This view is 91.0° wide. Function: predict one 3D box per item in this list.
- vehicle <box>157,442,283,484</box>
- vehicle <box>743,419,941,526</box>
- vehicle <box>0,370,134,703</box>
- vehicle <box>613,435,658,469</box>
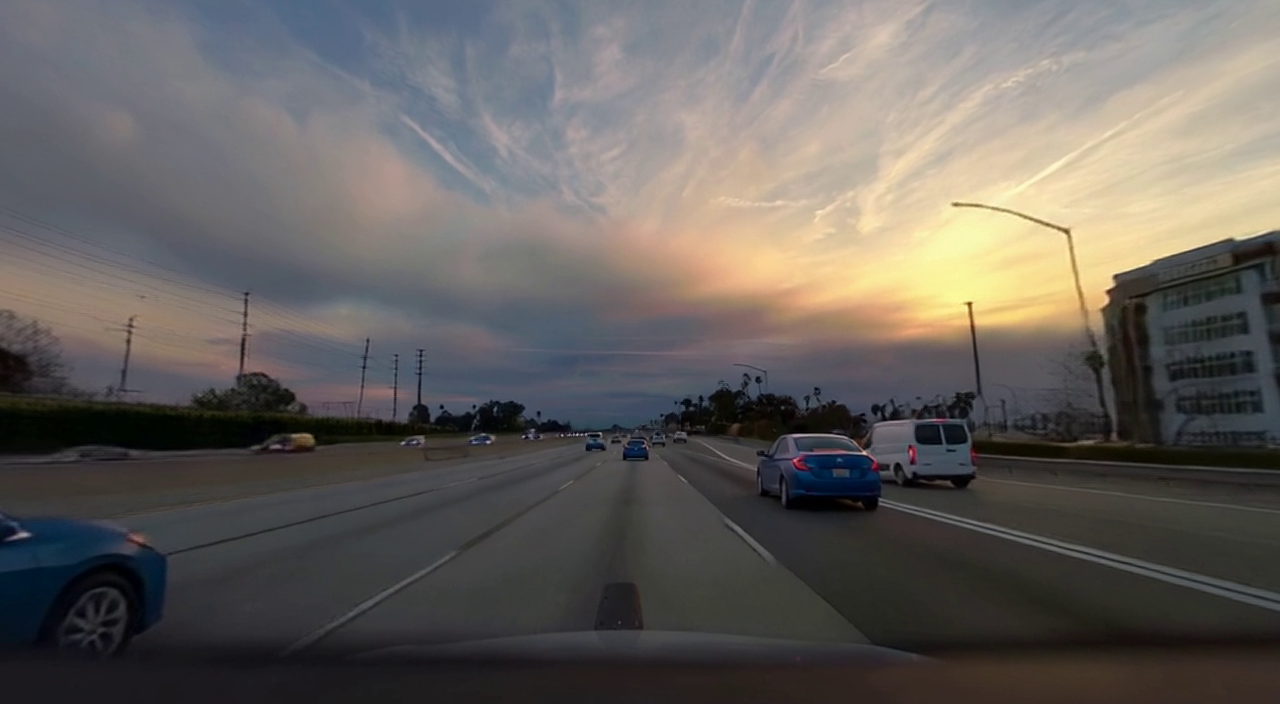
[{"bbox_3d":[-16.379,4.328,24.862,1.864,1.495,4.411,0,-8,1],"label":"vehicle"},{"bbox_3d":[3.308,2.088,11.438,1.995,1.533,4.463,0,-8,-2],"label":"vehicle"},{"bbox_3d":[-4.190,0.653,1.477,2.251,1.575,4.488,0,-8,0],"label":"vehicle"},{"bbox_3d":[-0.231,4.789,30.264,2.019,1.472,3.971,0,-8,-1],"label":"vehicle"}]
